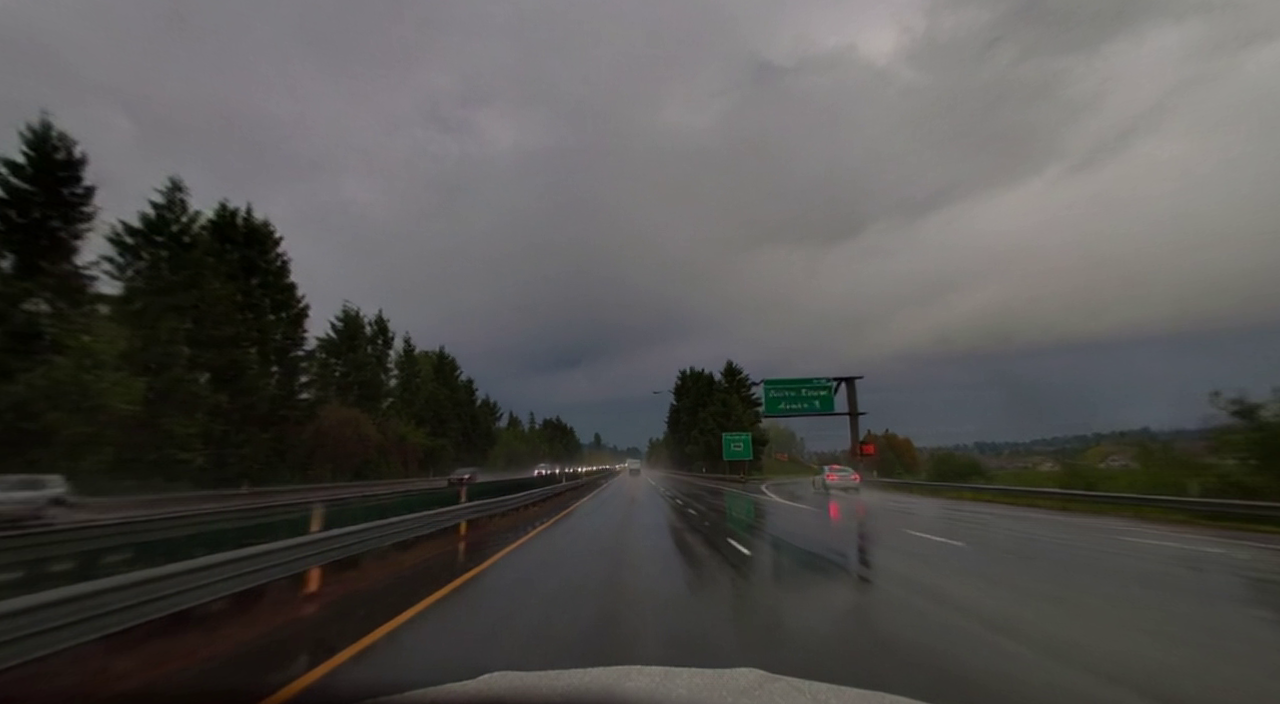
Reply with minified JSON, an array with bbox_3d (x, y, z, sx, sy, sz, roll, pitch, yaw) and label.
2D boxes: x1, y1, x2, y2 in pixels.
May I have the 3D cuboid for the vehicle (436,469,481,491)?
[{"bbox_3d":[-13.198,9.340,46.182,1.956,1.478,4.565,1,-10,0],"label":"vehicle"}]

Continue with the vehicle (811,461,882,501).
[{"bbox_3d":[9.066,5.707,28.089,1.951,1.566,4.616,0,-10,5],"label":"vehicle"}]
